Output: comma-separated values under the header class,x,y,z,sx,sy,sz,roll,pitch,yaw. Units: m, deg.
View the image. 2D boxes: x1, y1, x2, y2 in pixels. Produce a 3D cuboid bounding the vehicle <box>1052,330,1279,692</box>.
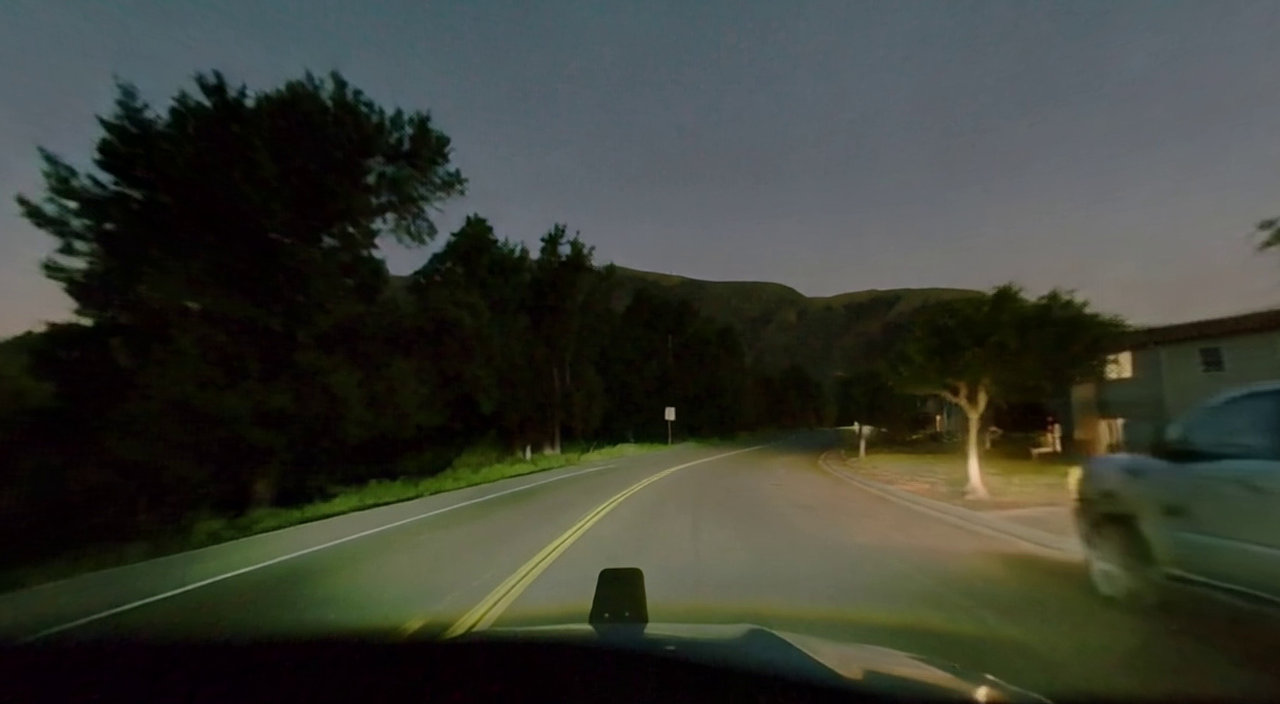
class,x,y,z,sx,sy,sz,roll,pitch,yaw
vehicle,4.207,0.764,2.777,1.992,1.817,4.467,0,-7,4
